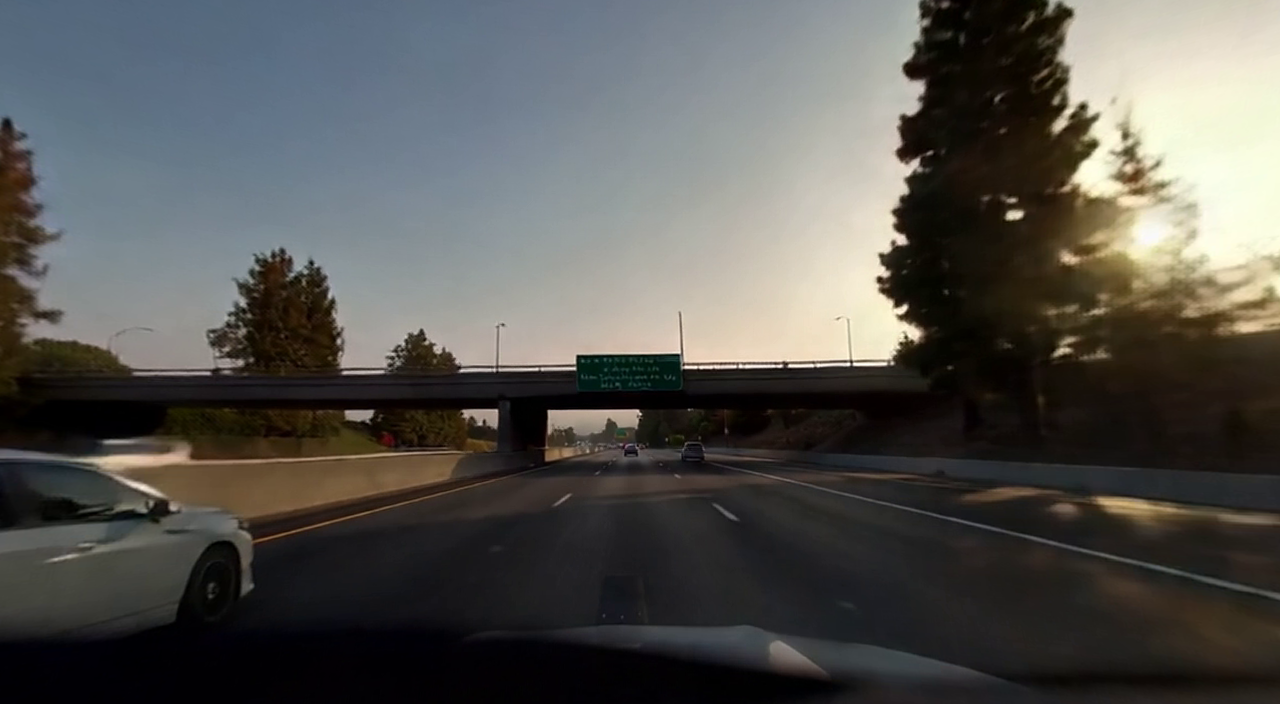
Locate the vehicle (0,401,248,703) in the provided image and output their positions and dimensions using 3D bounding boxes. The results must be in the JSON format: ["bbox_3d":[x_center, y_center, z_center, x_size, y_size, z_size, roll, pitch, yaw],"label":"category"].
[{"bbox_3d":[-3.791,0.921,2.246,2.050,1.547,4.266,0,-9,0],"label":"vehicle"}]
